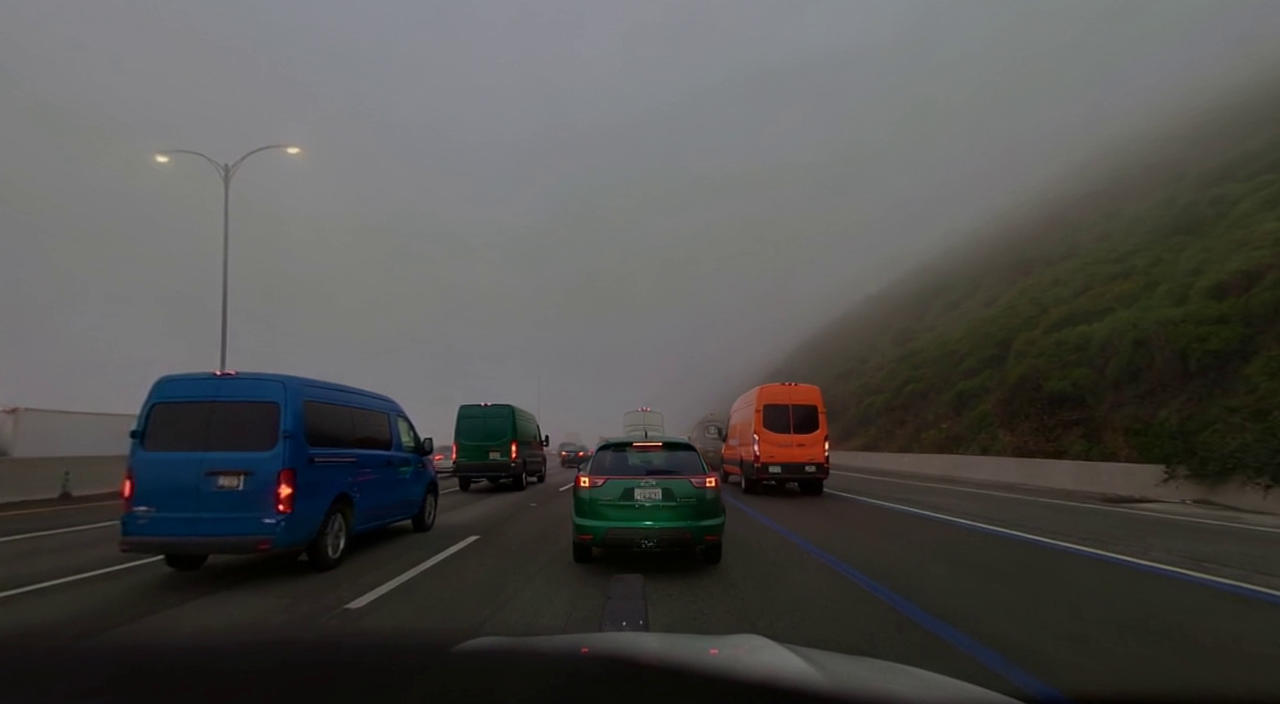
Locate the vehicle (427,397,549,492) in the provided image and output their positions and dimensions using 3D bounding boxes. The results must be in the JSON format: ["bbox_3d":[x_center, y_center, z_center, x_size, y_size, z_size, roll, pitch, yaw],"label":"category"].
[{"bbox_3d":[-4.472,2.890,19.736,2.300,2.522,5.701,0,-8,1],"label":"vehicle"}]

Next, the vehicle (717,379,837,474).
[{"bbox_3d":[6.319,3.848,31.520,2.977,3.878,11.111,0,-8,-3],"label":"vehicle"}]

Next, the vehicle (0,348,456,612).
[{"bbox_3d":[-4.211,1.406,7.799,2.195,2.086,5.445,0,-8,0],"label":"vehicle"}]

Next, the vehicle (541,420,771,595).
[{"bbox_3d":[0.093,1.652,7.550,2.003,1.499,3.930,0,-8,-1],"label":"vehicle"}]
